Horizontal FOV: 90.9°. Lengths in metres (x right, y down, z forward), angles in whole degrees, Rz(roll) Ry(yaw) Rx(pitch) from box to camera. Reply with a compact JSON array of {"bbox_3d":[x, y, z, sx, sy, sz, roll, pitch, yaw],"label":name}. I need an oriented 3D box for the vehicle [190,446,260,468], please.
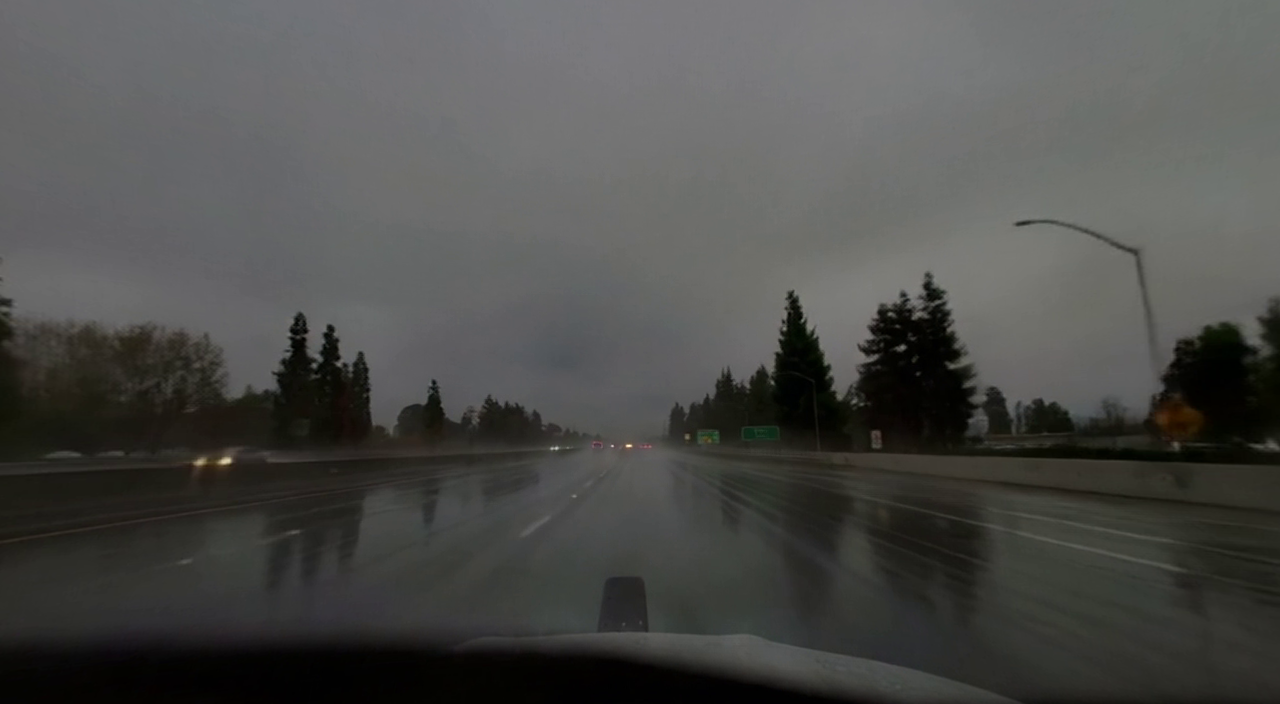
[{"bbox_3d":[-30.168,7.617,46.027,2.015,1.482,4.484,0,-8,0],"label":"vehicle"}]
